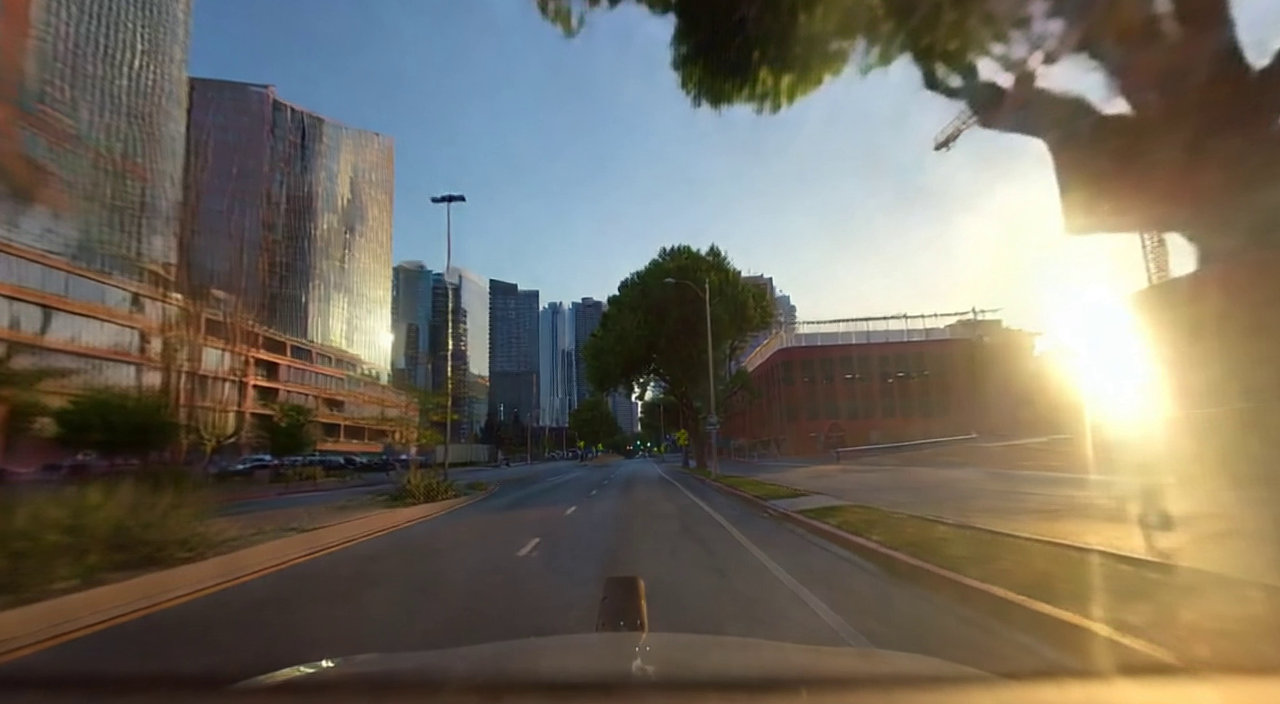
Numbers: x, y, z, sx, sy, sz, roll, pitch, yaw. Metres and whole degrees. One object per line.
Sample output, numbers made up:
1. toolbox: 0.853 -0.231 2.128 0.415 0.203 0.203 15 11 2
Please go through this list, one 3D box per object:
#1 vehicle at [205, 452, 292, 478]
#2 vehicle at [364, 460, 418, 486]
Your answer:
1. vehicle: -25.497 7.347 41.079 4.308 1.612 1.989 0 -9 -1
2. vehicle: -17.180 8.365 43.670 1.921 1.541 4.541 -1 -8 0
